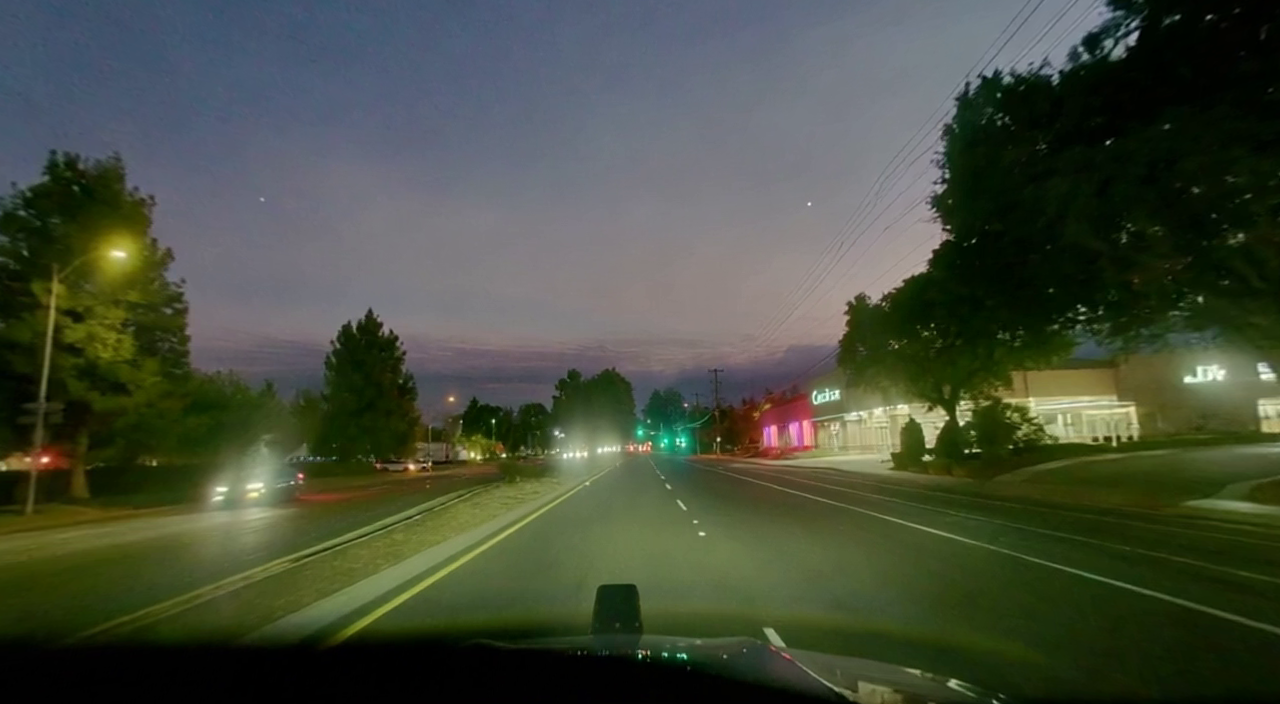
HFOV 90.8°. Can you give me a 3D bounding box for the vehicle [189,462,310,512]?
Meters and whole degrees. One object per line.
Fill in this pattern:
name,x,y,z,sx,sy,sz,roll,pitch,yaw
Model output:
vehicle,-15.415,5.304,25.268,2.012,1.671,4.380,0,-9,0
